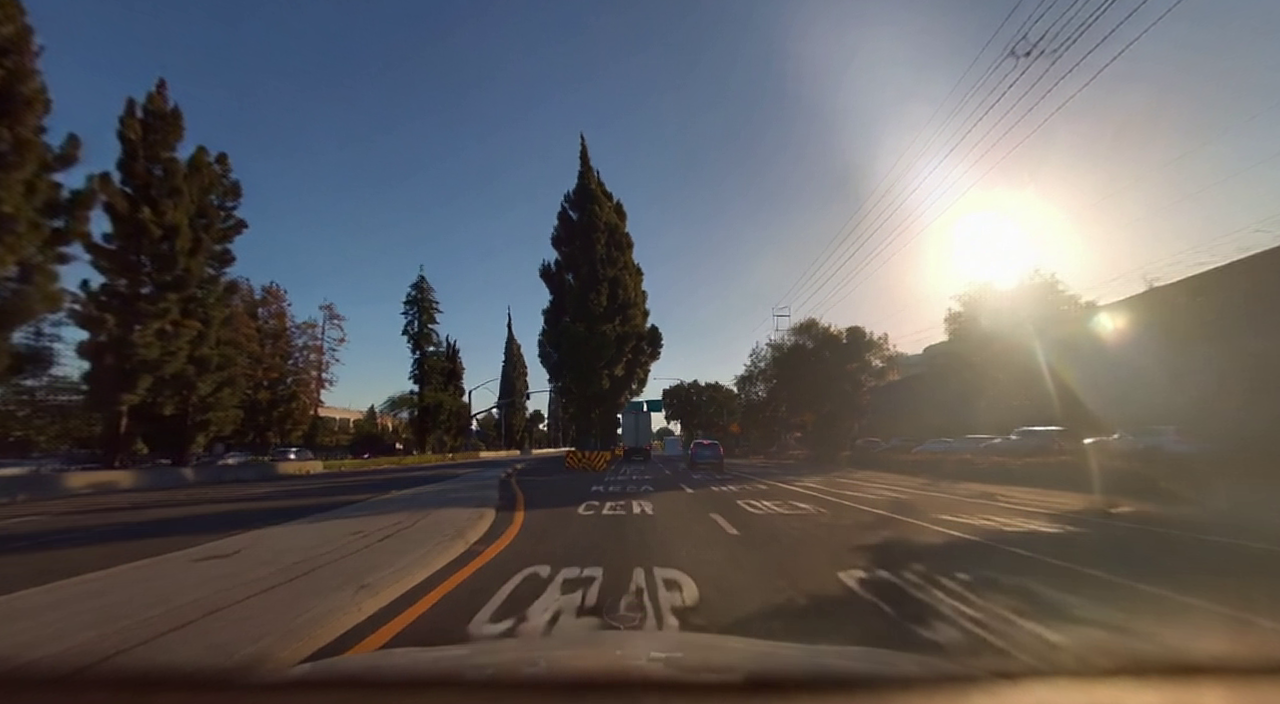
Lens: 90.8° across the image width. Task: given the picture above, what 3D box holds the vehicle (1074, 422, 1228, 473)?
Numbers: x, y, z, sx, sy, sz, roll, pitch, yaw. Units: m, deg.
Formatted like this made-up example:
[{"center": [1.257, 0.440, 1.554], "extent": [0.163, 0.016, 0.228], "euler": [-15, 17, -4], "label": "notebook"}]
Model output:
[{"center": [20.584, 3.881, 25.822], "extent": [1.993, 1.854, 5.008], "euler": [0, -8, -1], "label": "vehicle"}]

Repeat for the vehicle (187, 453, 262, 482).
[{"center": [-26.236, 7.261, 40.094], "extent": [2.188, 1.669, 4.546], "euler": [1, -9, -8], "label": "vehicle"}]

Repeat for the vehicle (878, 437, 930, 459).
[{"center": [20.406, 7.440, 49.075], "extent": [2.010, 1.567, 4.519], "euler": [0, -8, -1], "label": "vehicle"}]

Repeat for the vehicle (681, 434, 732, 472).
[{"center": [3.428, 5.292, 33.280], "extent": [2.086, 1.803, 4.607], "euler": [0, -8, -1], "label": "vehicle"}]

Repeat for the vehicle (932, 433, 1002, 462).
[{"center": [20.695, 6.072, 40.192], "extent": [1.917, 1.682, 4.575], "euler": [0, -8, -1], "label": "vehicle"}]

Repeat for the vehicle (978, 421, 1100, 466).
[{"center": [20.649, 4.802, 33.143], "extent": [2.529, 2.086, 5.902], "euler": [0, -9, 0], "label": "vehicle"}]
